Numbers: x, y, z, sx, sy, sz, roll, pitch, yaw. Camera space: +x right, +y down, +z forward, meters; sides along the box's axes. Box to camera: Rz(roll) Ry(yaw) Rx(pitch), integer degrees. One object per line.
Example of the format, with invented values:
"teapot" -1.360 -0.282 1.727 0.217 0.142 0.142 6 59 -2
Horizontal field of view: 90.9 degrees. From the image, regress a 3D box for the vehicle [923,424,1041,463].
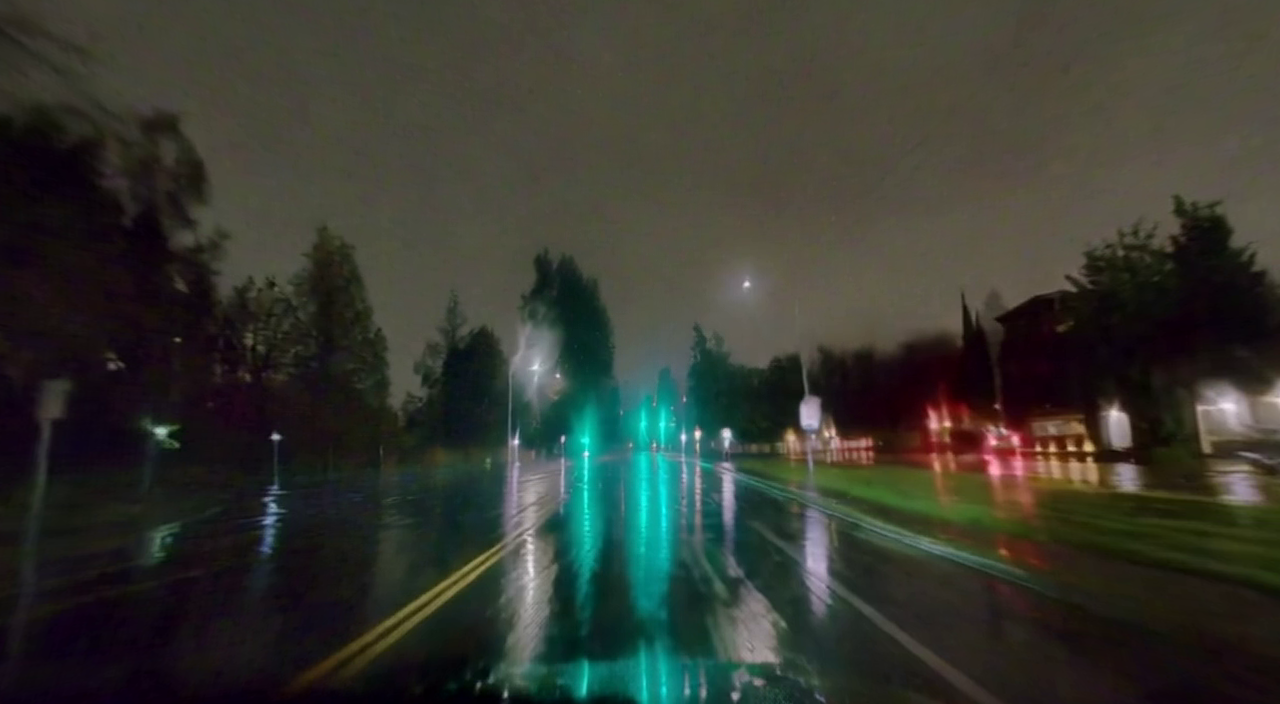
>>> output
"vehicle" 18.350 4.938 34.015 4.978 1.991 2.234 -1 -8 3
